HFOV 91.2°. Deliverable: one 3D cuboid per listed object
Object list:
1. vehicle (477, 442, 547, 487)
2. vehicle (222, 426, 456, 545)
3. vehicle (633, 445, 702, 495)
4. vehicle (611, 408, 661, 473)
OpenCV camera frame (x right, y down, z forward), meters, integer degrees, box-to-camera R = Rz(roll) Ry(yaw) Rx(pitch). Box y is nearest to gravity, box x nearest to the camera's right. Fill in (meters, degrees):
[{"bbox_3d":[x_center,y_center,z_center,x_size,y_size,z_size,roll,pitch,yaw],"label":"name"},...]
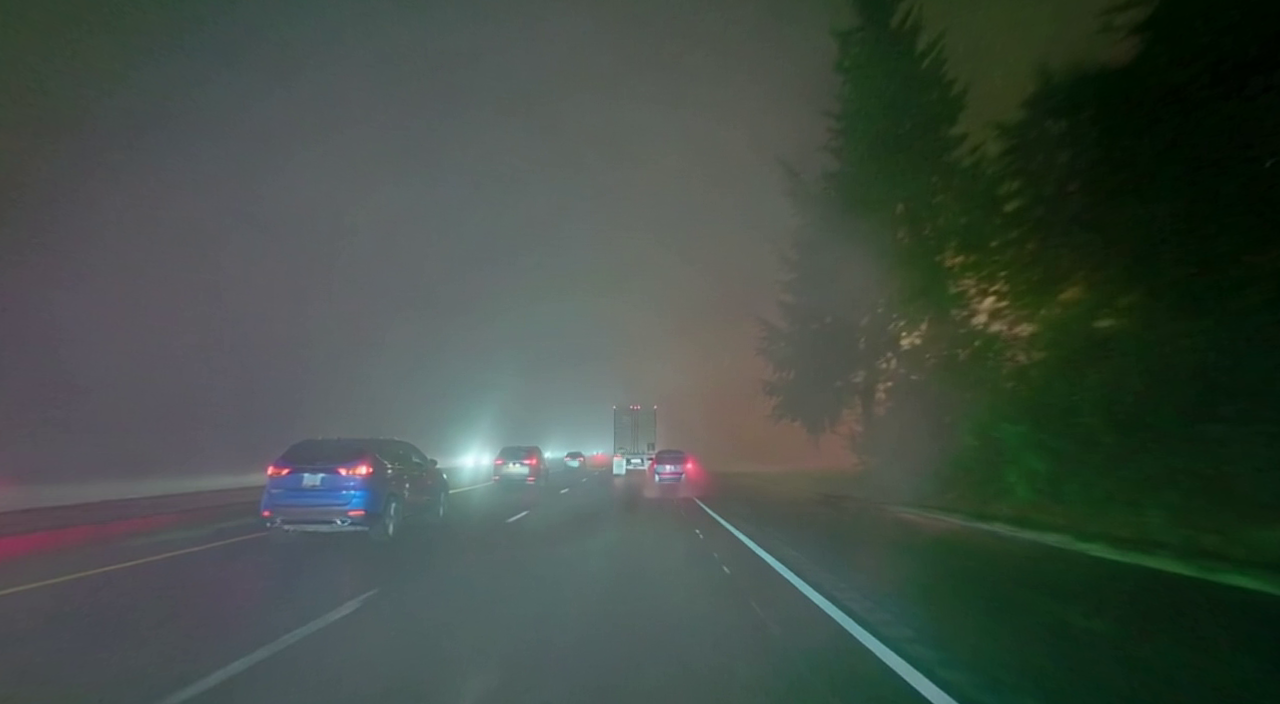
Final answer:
[{"bbox_3d":[-5.182,4.616,25.959,2.035,1.664,4.064,0,-9,0],"label":"vehicle"},{"bbox_3d":[-4.924,2.230,11.083,2.100,1.671,4.105,0,-9,0],"label":"vehicle"},{"bbox_3d":[0.824,3.943,21.318,2.026,1.489,4.045,0,-9,-2],"label":"vehicle"},{"bbox_3d":[-0.520,6.383,44.857,3.113,4.066,10.786,0,-9,-3],"label":"vehicle"}]
